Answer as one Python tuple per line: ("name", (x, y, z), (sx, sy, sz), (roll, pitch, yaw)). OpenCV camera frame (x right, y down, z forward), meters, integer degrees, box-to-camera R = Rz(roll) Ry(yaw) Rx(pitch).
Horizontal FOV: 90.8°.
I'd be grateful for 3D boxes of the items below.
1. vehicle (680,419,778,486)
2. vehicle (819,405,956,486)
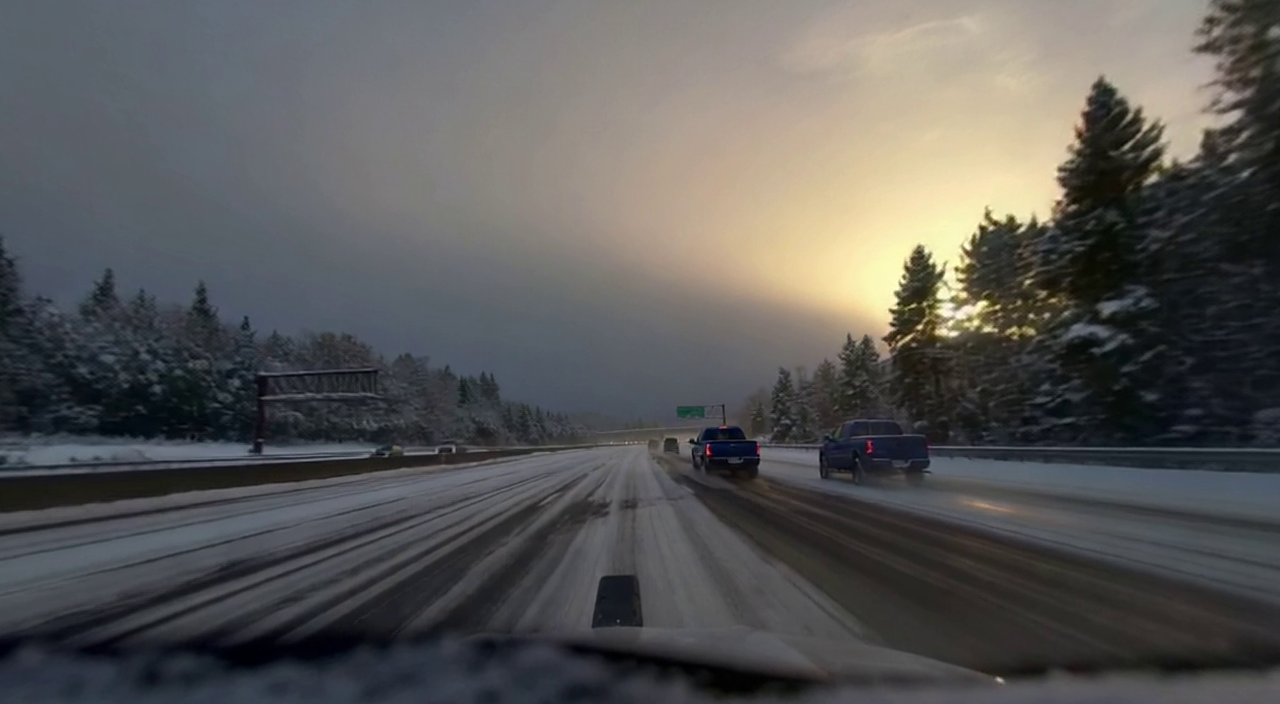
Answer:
("vehicle", (2.840, 3.377, 21.396), (2.462, 1.984, 4.718), (0, -8, -2))
("vehicle", (7.762, 3.044, 20.581), (2.158, 2.268, 5.396), (0, -9, -1))
